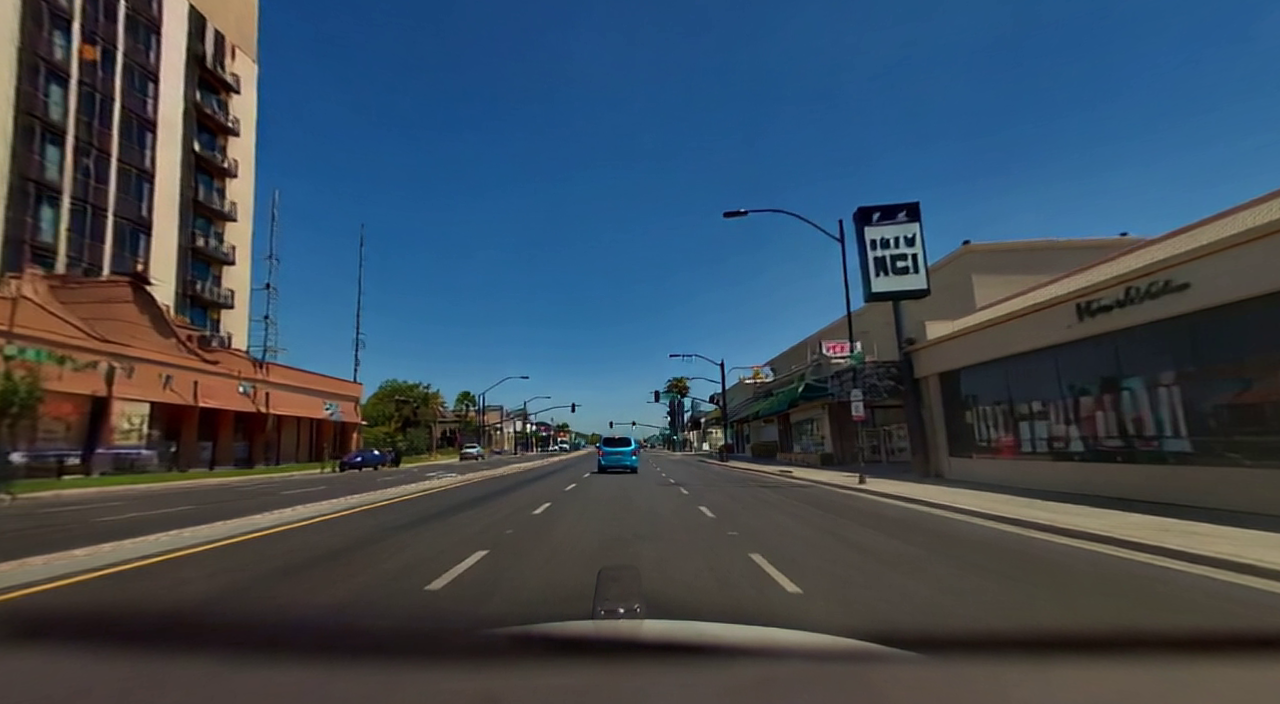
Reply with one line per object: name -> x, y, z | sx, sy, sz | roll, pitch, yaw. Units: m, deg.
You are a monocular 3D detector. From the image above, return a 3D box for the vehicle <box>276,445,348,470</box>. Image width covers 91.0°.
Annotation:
vehicle -> -25.432, 8.184, 48.872 | 4.513, 1.705, 1.891 | -3, -8, 1

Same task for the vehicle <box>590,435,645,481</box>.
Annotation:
vehicle -> -0.879, 4.319, 25.866 | 2.080, 1.722, 3.766 | 0, -8, -1
